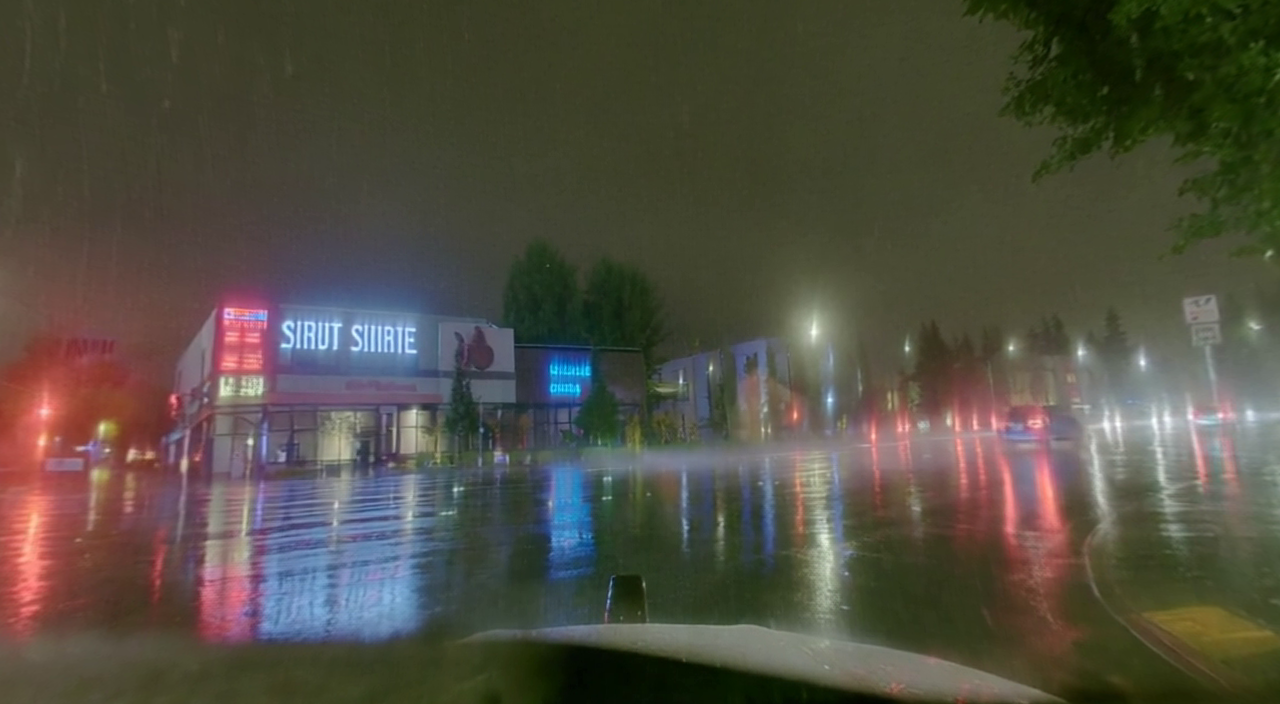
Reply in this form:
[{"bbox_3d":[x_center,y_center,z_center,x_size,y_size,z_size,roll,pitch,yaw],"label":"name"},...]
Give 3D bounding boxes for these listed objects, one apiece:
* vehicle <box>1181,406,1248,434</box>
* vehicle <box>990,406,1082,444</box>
[{"bbox_3d":[35.908,4.291,39.433,4.377,1.624,1.953,6,-10,-34],"label":"vehicle"},{"bbox_3d":[20.476,3.830,32.614,4.689,1.758,2.146,5,-10,-33],"label":"vehicle"}]
